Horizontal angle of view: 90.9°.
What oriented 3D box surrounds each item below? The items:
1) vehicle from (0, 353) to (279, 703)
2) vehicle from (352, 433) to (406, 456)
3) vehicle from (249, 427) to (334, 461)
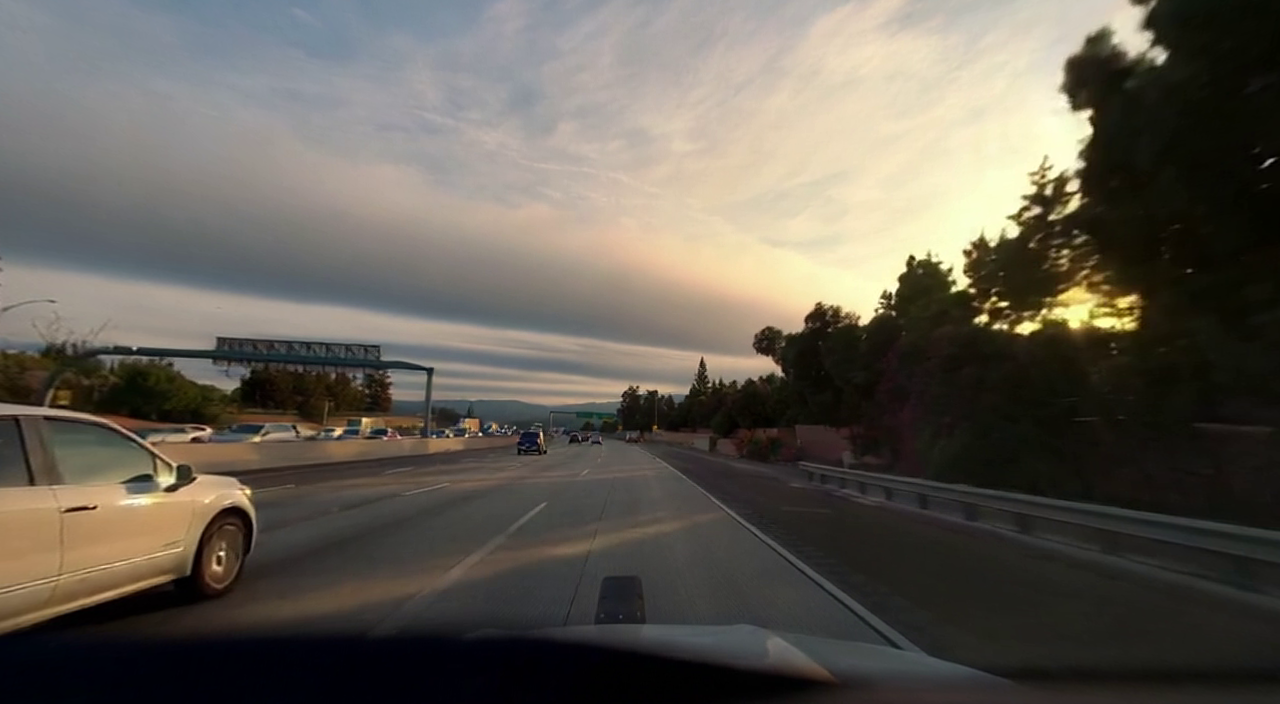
[{"bbox_3d":[-3.954,0.827,2.778,2.187,1.639,4.318,0,-8,-1],"label":"vehicle"},{"bbox_3d":[-18.444,6.552,44.791,1.960,1.504,4.473,0,-8,-1],"label":"vehicle"},{"bbox_3d":[-18.054,4.805,32.941,2.027,1.647,4.378,0,-8,-1],"label":"vehicle"}]
